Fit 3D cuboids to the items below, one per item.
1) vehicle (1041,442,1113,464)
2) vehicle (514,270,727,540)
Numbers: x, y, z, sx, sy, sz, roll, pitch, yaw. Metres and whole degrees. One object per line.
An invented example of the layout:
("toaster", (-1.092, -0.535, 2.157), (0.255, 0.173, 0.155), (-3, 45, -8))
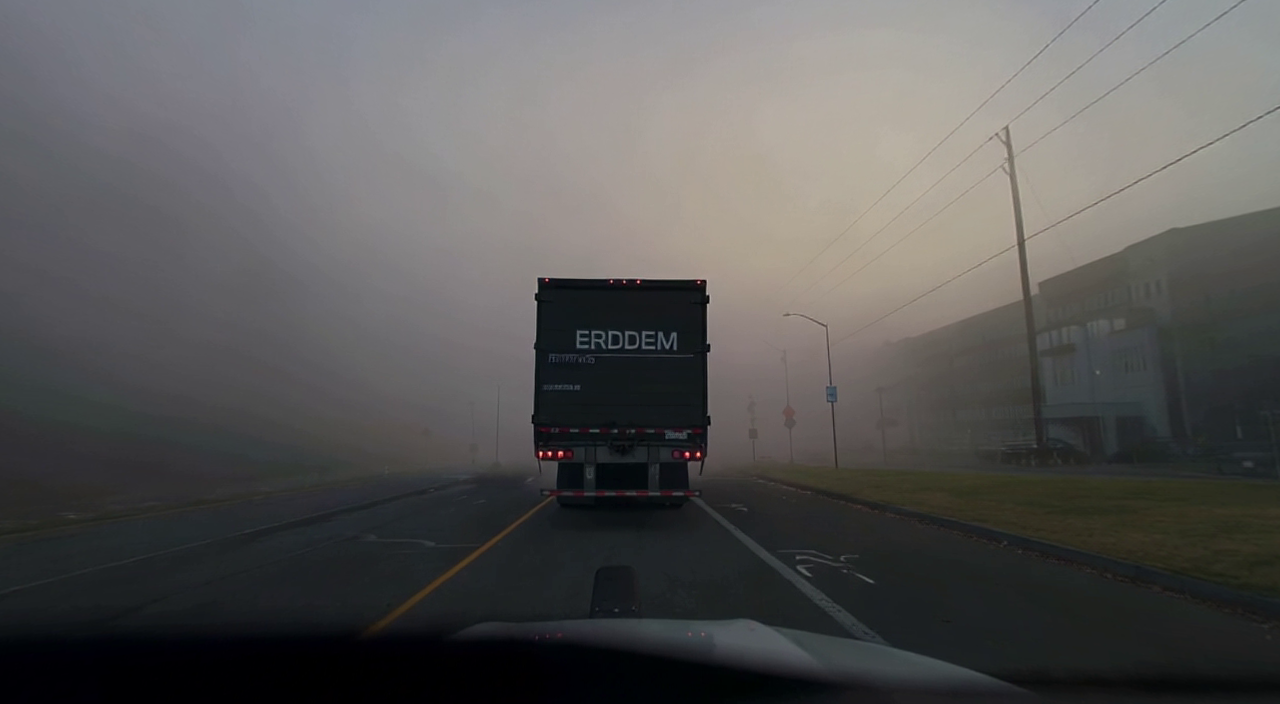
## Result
("vehicle", (31.367, 7.219, 45.171), (1.652, 1.423, 3.797), (5, -9, -35))
("vehicle", (-0.176, 1.316, 13.355), (2.876, 3.724, 9.351), (-1, -8, 1))
